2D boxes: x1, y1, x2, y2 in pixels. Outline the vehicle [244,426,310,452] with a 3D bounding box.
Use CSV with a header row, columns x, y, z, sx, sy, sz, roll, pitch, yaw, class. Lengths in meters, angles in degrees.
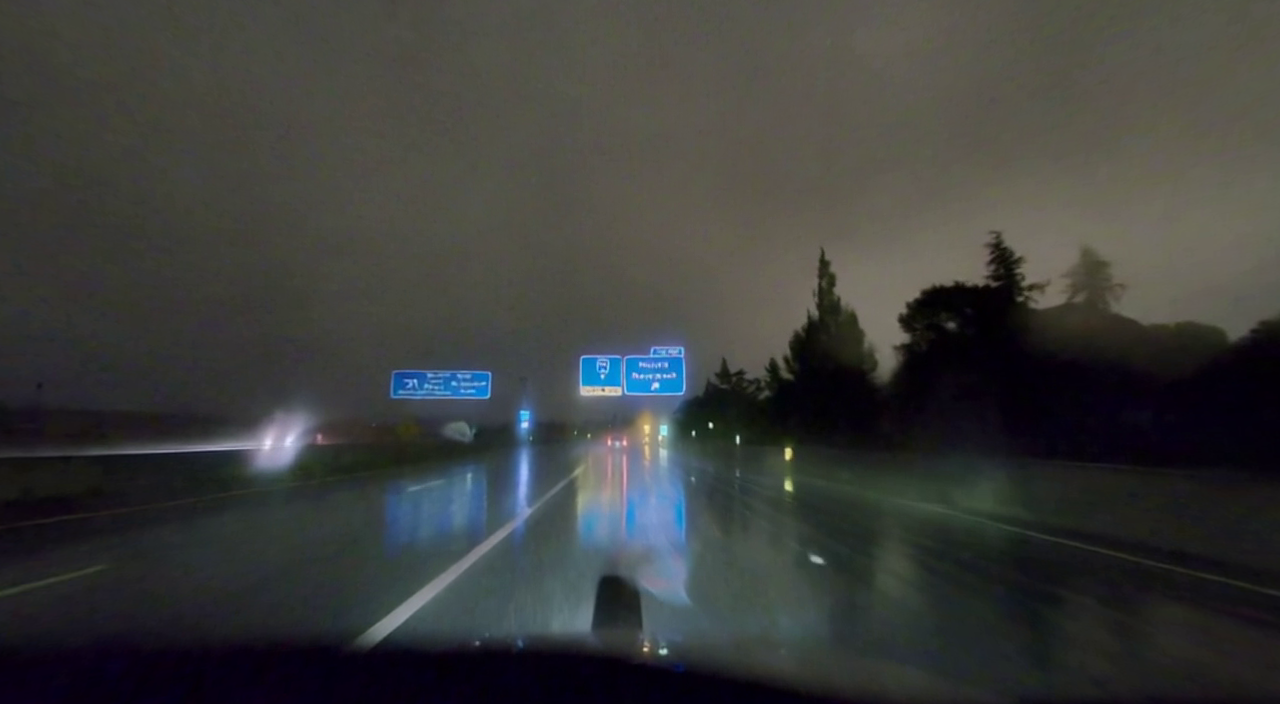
x,y,z,sx,sy,sz,roll,pitch,yaw,class
-25.627,6.170,44.593,1.972,1.731,4.584,0,-8,-1,vehicle
